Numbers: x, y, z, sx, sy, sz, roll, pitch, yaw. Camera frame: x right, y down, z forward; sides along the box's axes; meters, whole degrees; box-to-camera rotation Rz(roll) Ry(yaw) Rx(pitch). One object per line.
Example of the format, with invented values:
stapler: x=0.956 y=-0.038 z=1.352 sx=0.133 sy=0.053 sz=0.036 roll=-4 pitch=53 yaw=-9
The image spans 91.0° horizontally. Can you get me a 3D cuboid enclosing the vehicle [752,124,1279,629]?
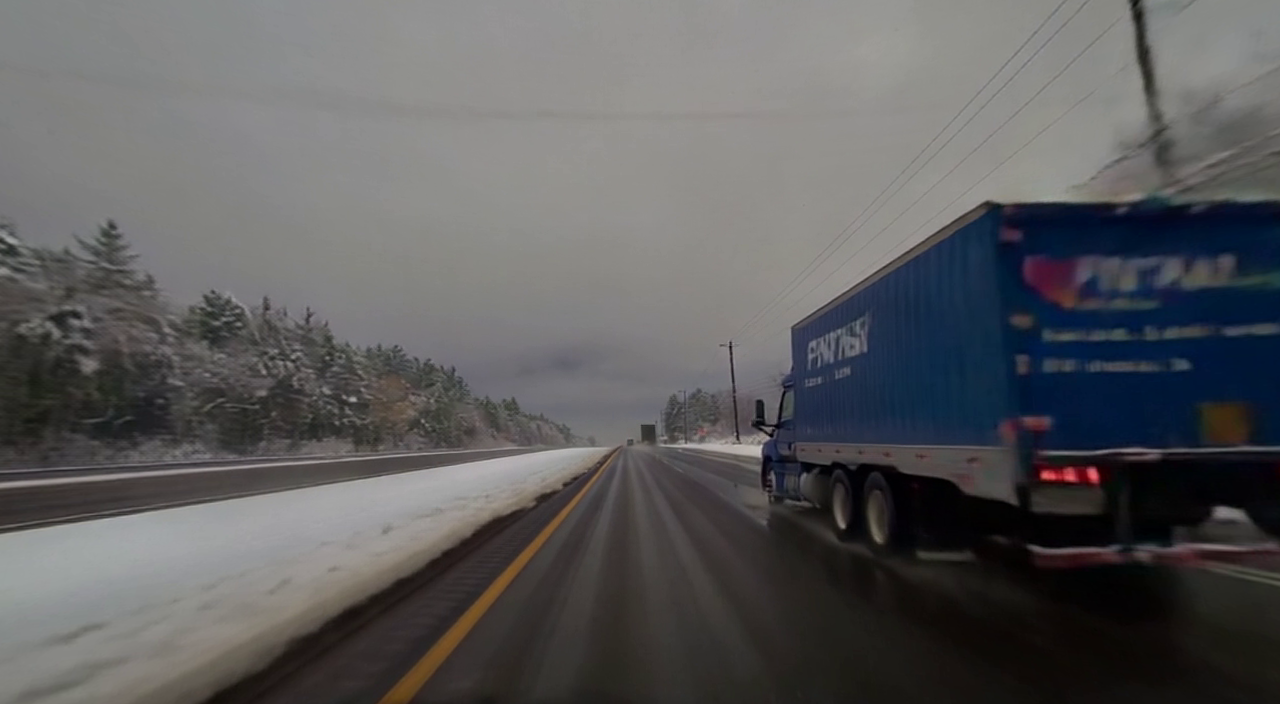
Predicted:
vehicle: x=4.145 y=0.710 z=9.125 sx=3.037 sy=3.672 sz=9.136 roll=0 pitch=-8 yaw=-2
